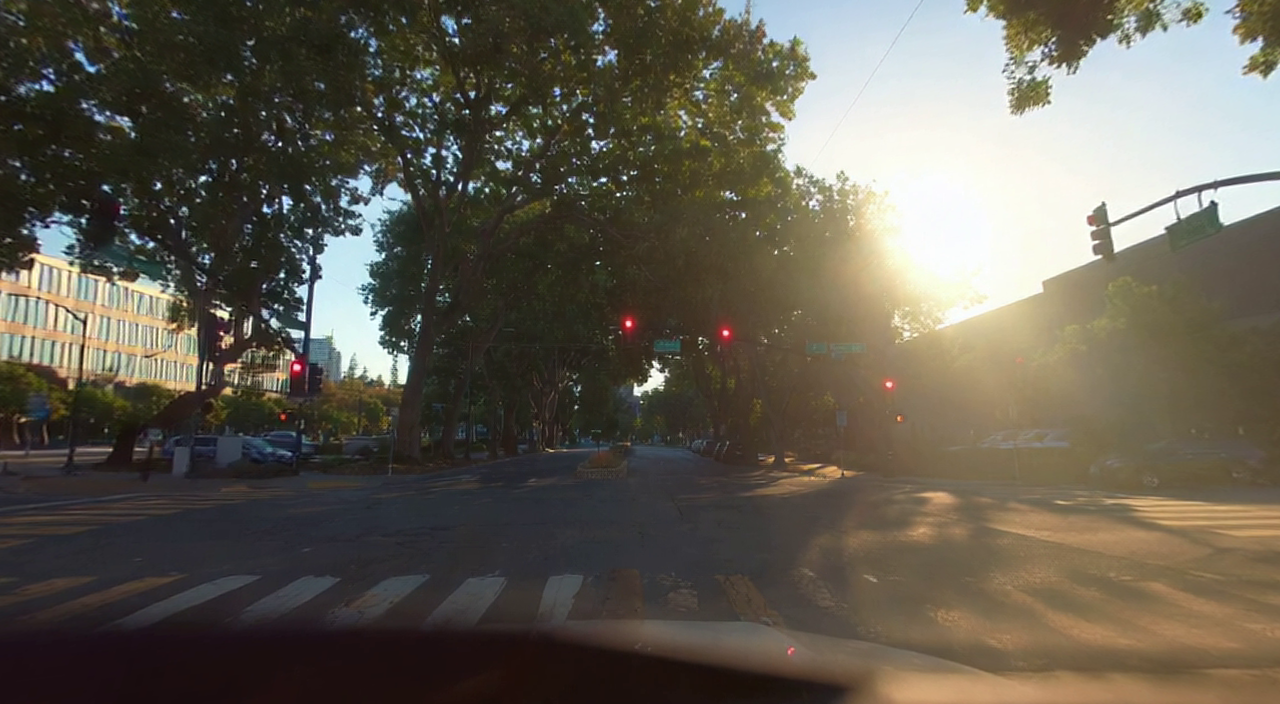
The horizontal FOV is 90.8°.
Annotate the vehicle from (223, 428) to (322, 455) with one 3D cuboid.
[{"bbox_3d":[-22.407,5.510,38.709,4.765,1.593,1.891,1,-9,-8],"label":"vehicle"}]
